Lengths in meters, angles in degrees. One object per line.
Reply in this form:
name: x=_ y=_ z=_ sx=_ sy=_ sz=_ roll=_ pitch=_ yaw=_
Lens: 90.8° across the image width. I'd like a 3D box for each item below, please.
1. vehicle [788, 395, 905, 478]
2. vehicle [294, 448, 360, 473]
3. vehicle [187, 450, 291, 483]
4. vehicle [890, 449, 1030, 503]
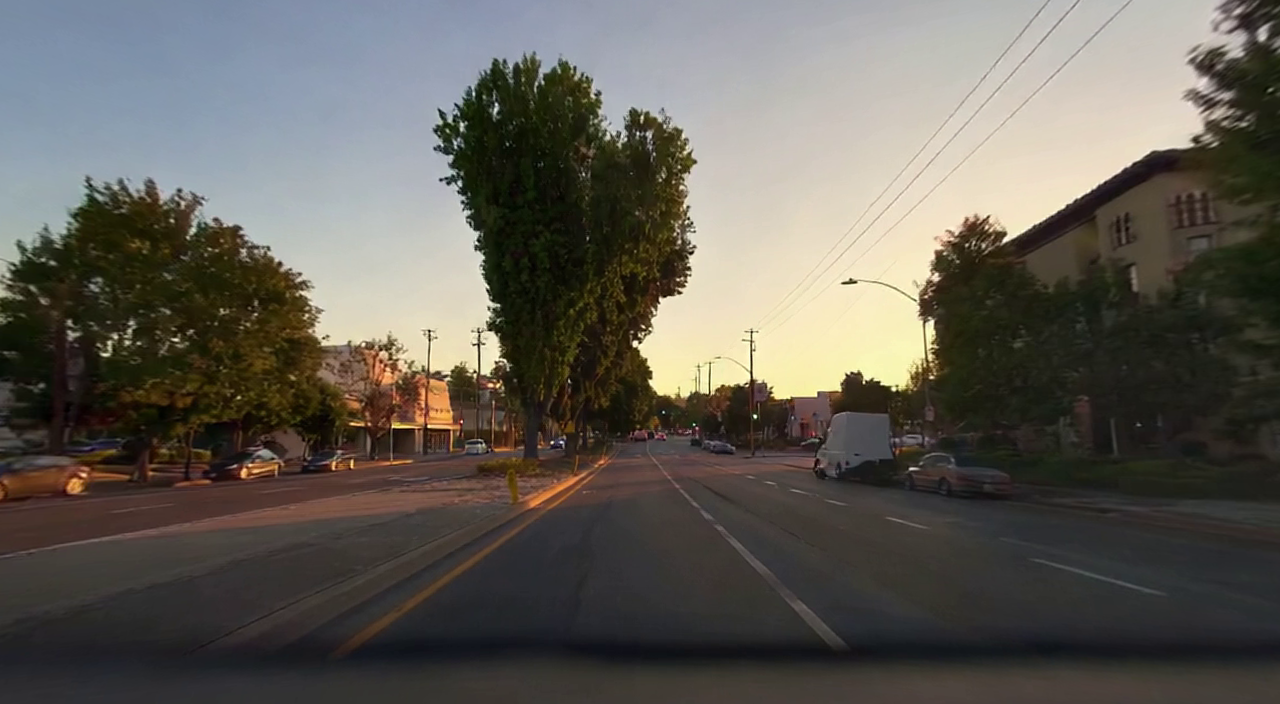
vehicle: x=9.526 y=4.153 z=30.367 sx=2.684 sy=3.381 sz=8.336 roll=0 pitch=-9 yaw=-1
vehicle: x=-19.656 y=6.819 z=39.862 sx=1.813 sy=1.465 sz=4.454 roll=0 pitch=-9 yaw=1
vehicle: x=-19.593 y=5.580 z=31.149 sx=1.975 sy=1.484 sz=4.820 roll=0 pitch=-9 yaw=0
vehicle: x=9.666 y=3.751 z=19.634 sx=1.827 sy=1.414 sz=4.879 roll=0 pitch=-9 yaw=0
